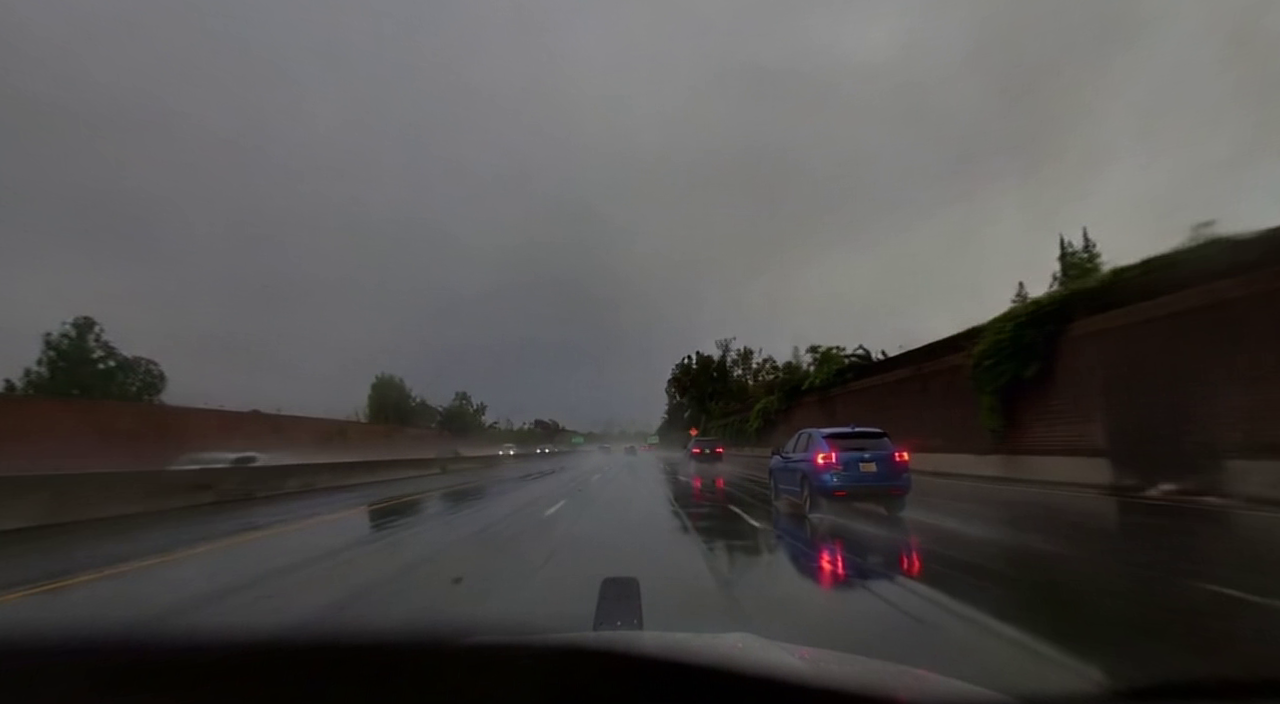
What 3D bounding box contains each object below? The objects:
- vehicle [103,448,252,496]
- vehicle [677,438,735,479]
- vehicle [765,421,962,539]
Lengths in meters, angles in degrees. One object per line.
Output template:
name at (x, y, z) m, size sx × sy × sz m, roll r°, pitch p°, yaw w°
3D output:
vehicle at (-15.841, 4.098, 22.036) m, size 1.838 × 1.488 × 4.436 m, roll 0°, pitch -9°, yaw 0°
vehicle at (2.929, 4.829, 28.903) m, size 2.045 × 1.688 × 4.313 m, roll 0°, pitch -9°, yaw -2°
vehicle at (3.651, 2.164, 11.315) m, size 1.910 × 1.696 × 4.187 m, roll 0°, pitch -8°, yaw -1°
